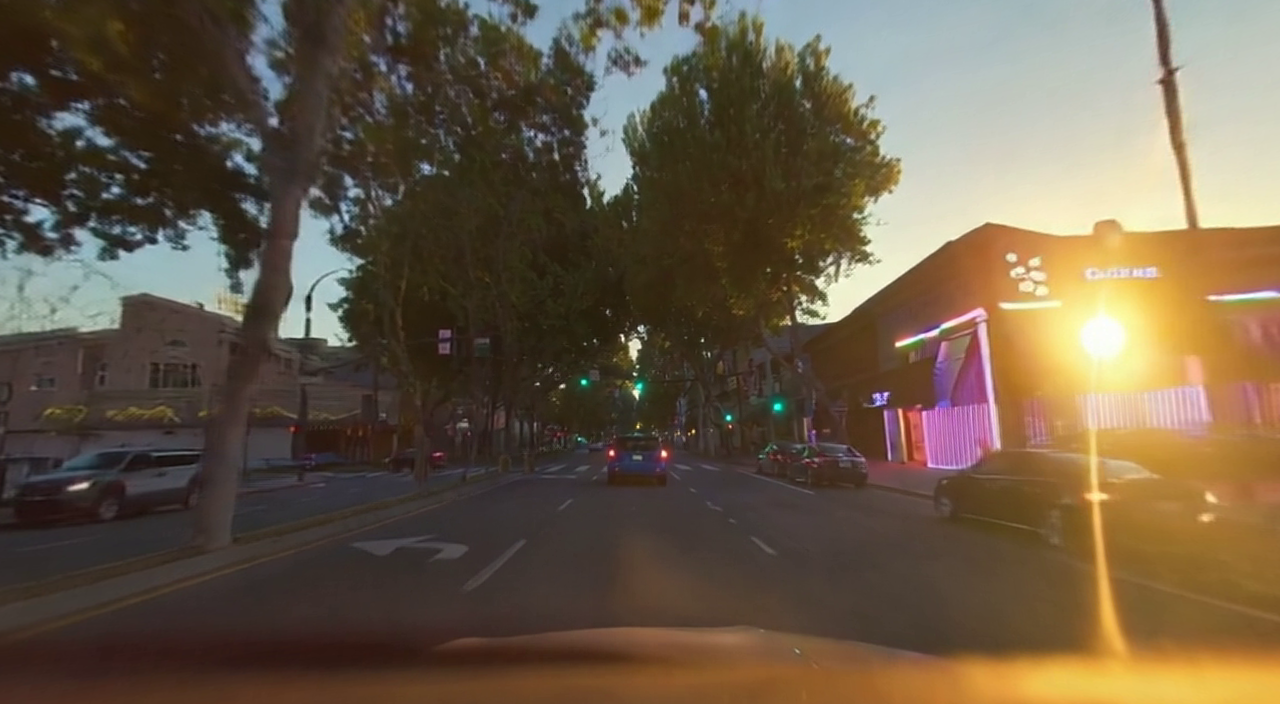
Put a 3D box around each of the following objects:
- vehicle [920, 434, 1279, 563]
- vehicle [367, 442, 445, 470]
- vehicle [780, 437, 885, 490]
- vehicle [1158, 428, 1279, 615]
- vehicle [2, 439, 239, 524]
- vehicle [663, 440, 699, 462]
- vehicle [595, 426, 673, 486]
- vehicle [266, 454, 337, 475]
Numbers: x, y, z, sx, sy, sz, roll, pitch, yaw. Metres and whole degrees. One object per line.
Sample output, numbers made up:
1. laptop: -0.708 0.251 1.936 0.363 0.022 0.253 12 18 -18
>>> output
1. vehicle: 6.217 1.991 9.412 1.964 1.429 4.515 0 -9 -1
2. vehicle: -15.537 6.934 42.055 4.427 1.757 2.125 -3 -9 18
3. vehicle: 6.086 3.580 20.586 1.986 1.515 4.265 0 -9 -1
4. vehicle: 6.153 1.174 3.833 2.048 1.484 4.709 0 -9 1
5. vehicle: -14.058 3.487 17.711 2.197 1.985 5.183 0 -9 0
6. vehicle: 2.826 6.978 44.674 2.209 1.478 4.138 0 -9 -1
7. vehicle: -0.220 3.516 21.524 2.382 1.796 4.610 0 -9 -1
8. vehicle: -26.000 8.605 48.600 4.317 1.524 1.809 0 -9 -1
